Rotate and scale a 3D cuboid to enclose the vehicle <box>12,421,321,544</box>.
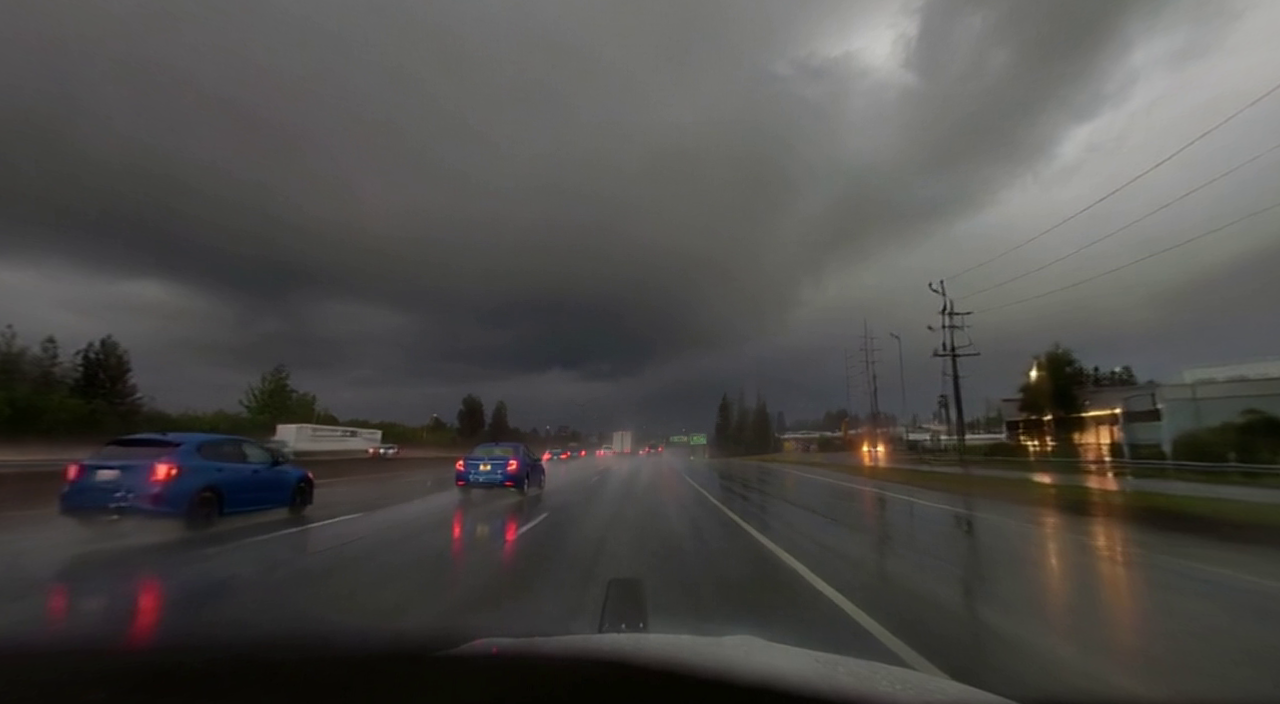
[{"bbox_3d":[-7.673,2.124,10.952,1.970,1.682,4.297,0,-8,1],"label":"vehicle"}]

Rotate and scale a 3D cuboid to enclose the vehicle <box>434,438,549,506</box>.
[{"bbox_3d":[-3.592,2.950,15.963,1.953,1.511,3.704,0,-8,1],"label":"vehicle"}]

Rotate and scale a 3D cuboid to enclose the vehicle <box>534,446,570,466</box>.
[{"bbox_3d":[-6.777,8.052,49.106,1.961,1.442,4.321,-1,-8,3],"label":"vehicle"}]
